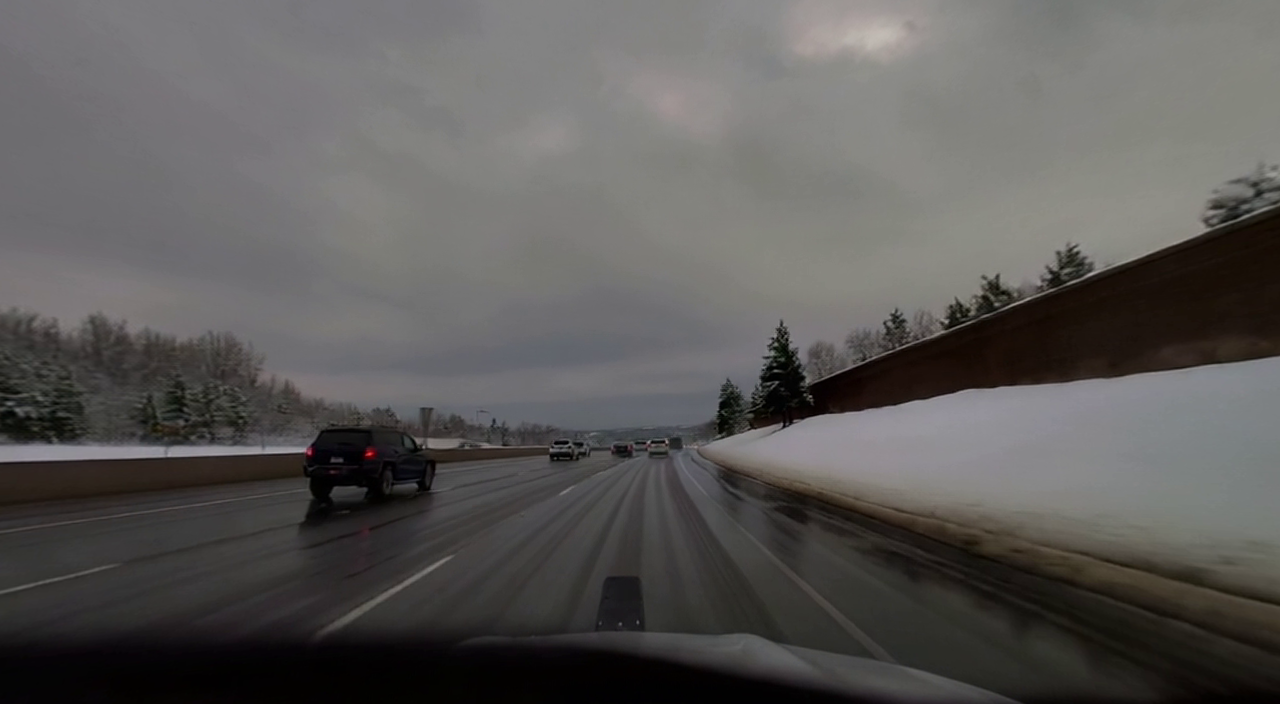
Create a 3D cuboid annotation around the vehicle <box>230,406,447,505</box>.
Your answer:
[{"bbox_3d":[-6.938,2.484,15.516,2.438,1.967,5.596,0,-8,2],"label":"vehicle"}]

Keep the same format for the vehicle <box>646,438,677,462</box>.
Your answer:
[{"bbox_3d":[1.610,7.217,46.509,2.141,1.706,4.065,0,-8,2],"label":"vehicle"}]

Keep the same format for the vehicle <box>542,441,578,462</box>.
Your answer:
[{"bbox_3d":[-6.050,7.535,48.007,1.986,1.534,4.255,0,-8,3],"label":"vehicle"}]
